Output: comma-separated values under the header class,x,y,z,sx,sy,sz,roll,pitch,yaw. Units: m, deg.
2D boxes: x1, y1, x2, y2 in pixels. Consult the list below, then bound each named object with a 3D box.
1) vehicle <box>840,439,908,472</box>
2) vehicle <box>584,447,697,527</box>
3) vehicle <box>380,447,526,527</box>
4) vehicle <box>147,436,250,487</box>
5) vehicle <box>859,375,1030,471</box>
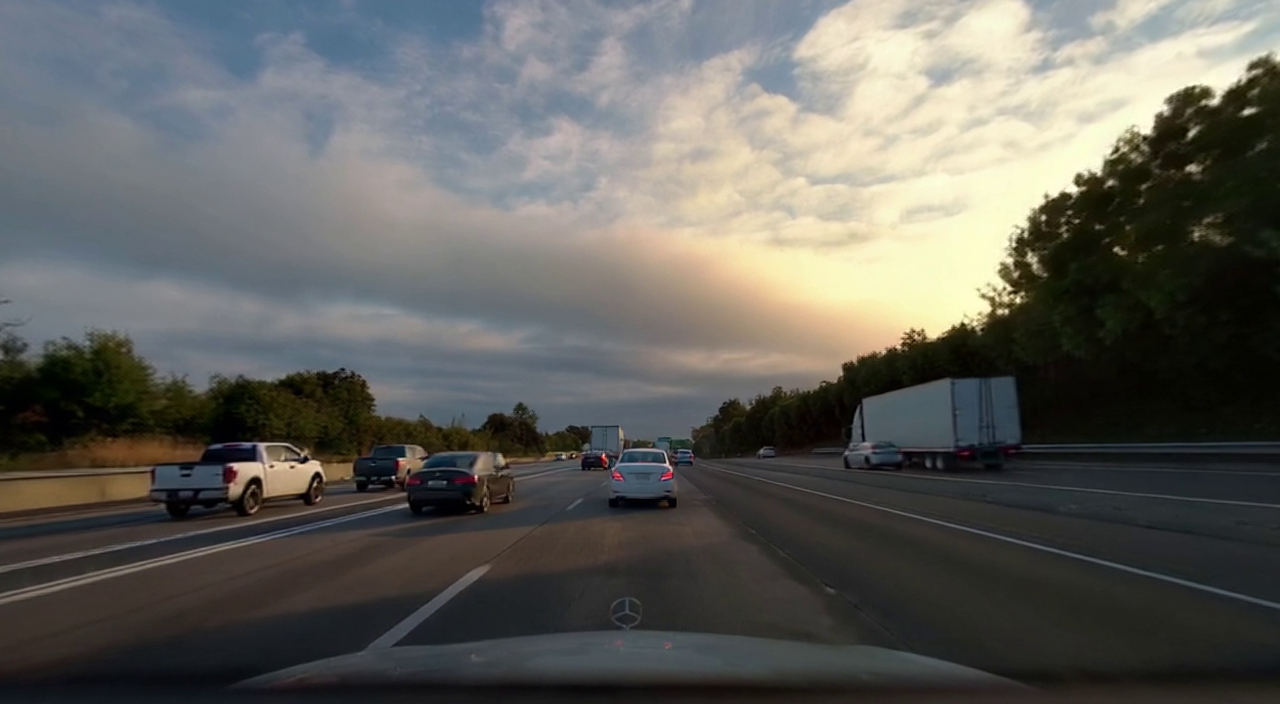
class,x,y,z,sx,sy,sz,roll,pitch,yaw
vehicle,11.568,5.131,31.411,1.892,1.504,4.000,0,-9,1
vehicle,0.026,2.781,13.524,2.057,1.449,3.931,0,-9,1
vehicle,-3.986,2.940,14.319,1.929,1.509,4.331,0,-9,1
vehicle,-31.715,7.852,45.600,2.761,3.380,5.944,-1,-9,3
vehicle,15.192,4.002,33.286,2.825,4.085,12.815,0,-9,1
